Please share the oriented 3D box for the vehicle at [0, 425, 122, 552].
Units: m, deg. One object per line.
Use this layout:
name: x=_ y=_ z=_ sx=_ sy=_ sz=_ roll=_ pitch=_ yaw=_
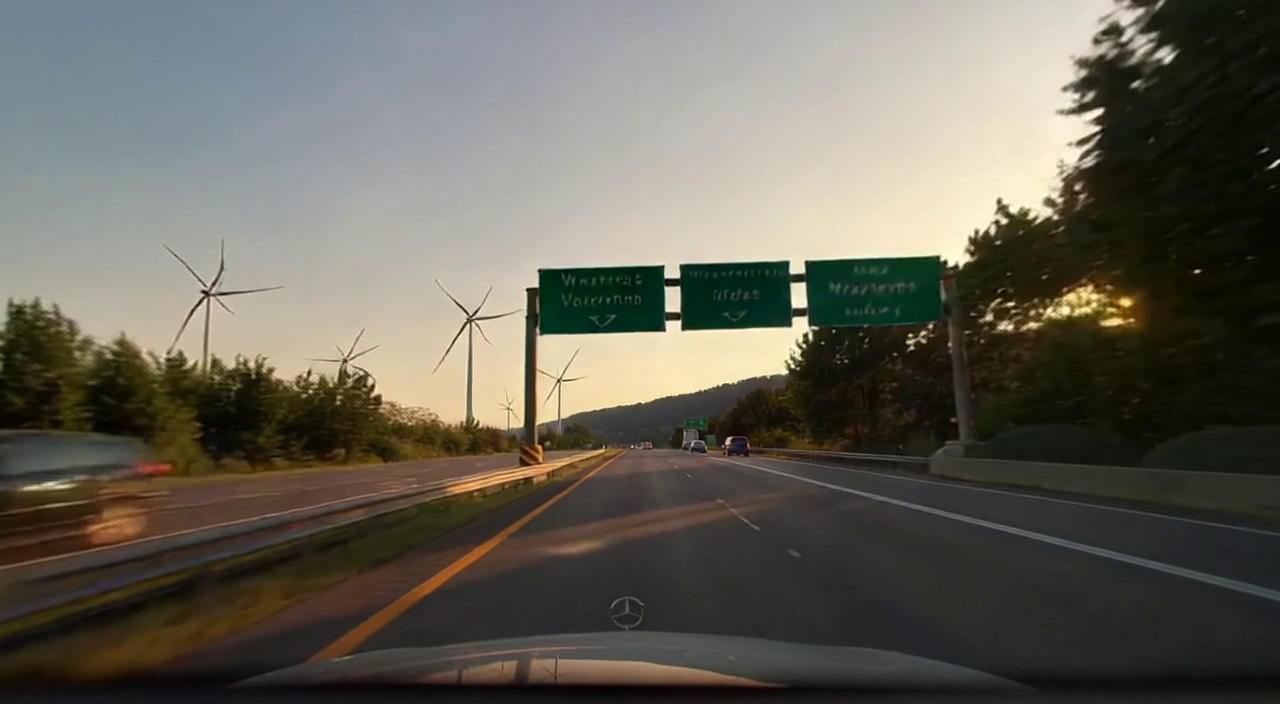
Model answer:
vehicle: x=-8.672 y=1.598 z=7.324 sx=1.913 sy=1.513 sz=3.912 roll=1 pitch=-9 yaw=0
